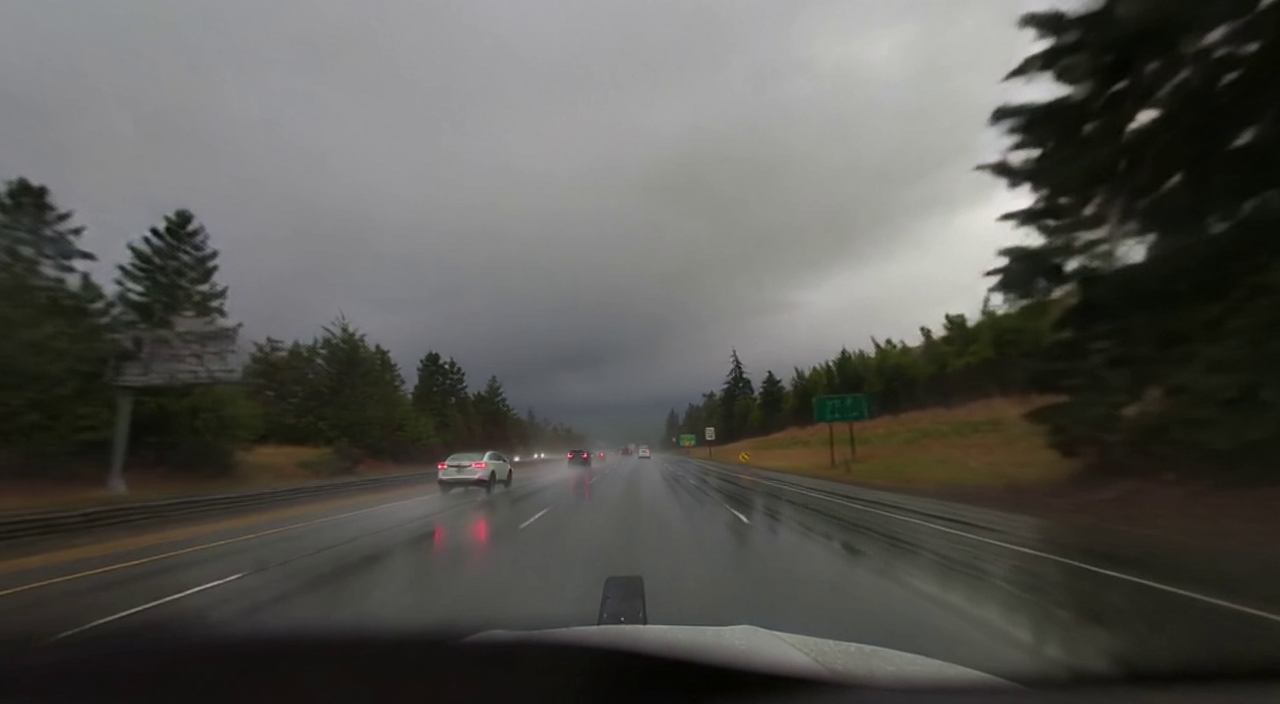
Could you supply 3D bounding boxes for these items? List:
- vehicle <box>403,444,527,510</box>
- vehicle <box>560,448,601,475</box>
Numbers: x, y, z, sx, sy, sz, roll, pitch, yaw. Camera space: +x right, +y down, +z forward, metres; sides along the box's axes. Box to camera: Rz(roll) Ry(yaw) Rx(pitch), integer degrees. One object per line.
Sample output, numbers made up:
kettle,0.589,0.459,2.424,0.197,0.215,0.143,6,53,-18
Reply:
vehicle,-4.486,3.263,16.962,1.975,1.501,4.603,0,-9,1
vehicle,-3.520,6.552,37.904,2.005,1.474,3.921,0,-9,1
